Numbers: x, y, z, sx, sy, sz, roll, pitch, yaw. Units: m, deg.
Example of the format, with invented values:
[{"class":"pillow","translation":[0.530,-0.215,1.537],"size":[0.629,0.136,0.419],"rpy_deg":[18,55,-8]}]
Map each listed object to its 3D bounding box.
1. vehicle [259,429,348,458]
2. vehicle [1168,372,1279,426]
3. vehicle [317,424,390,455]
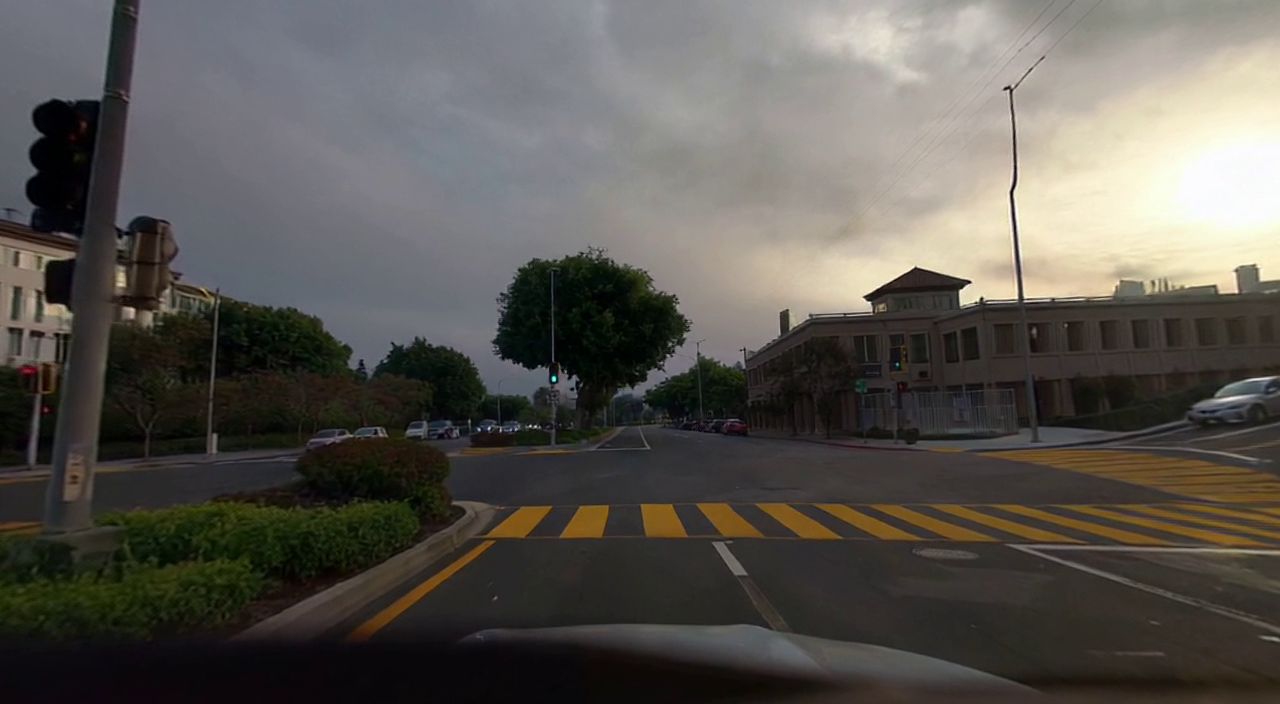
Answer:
[{"class":"vehicle","translation":[-18.083,4.979,34.305],"size":[1.939,1.430,5.533],"rpy_deg":[0,-9,-2]},{"class":"vehicle","translation":[22.344,1.655,23.055],"size":[4.531,1.753,1.964],"rpy_deg":[-2,-2,-5]},{"class":"vehicle","translation":[-18.288,5.662,40.638],"size":[2.225,1.871,5.189],"rpy_deg":[0,-9,0]}]
